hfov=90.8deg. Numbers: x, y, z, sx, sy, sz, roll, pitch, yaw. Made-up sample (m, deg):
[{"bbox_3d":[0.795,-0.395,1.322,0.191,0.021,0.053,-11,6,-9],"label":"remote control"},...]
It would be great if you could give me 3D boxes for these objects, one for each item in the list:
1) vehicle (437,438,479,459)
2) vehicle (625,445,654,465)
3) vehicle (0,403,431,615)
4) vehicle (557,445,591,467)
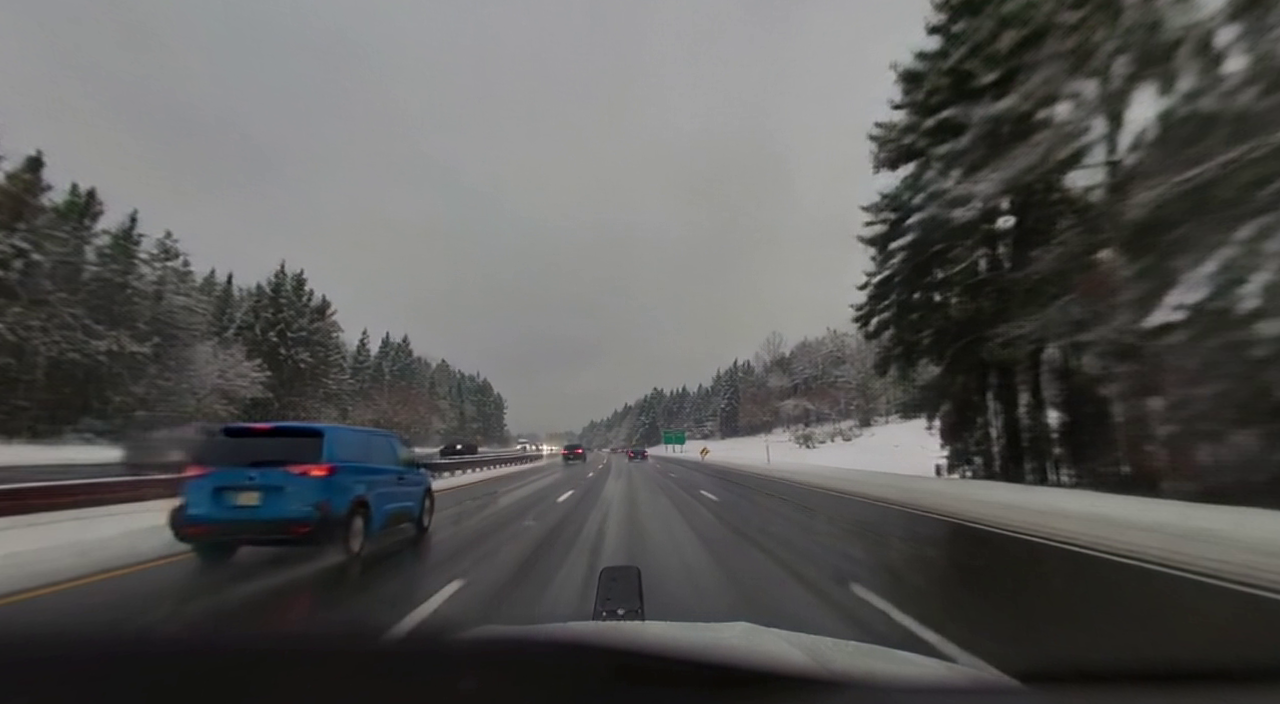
[{"bbox_3d":[-13.940,7.424,48.551,1.888,1.524,4.692,0,-9,-1],"label":"vehicle"},{"bbox_3d":[-0.064,7.799,47.886,2.008,1.499,3.192,0,-9,-3],"label":"vehicle"},{"bbox_3d":[-4.107,1.557,7.166,2.088,1.675,4.108,0,-9,-1],"label":"vehicle"},{"bbox_3d":[-4.724,7.468,45.568,2.054,1.500,4.469,0,-9,-2],"label":"vehicle"}]
